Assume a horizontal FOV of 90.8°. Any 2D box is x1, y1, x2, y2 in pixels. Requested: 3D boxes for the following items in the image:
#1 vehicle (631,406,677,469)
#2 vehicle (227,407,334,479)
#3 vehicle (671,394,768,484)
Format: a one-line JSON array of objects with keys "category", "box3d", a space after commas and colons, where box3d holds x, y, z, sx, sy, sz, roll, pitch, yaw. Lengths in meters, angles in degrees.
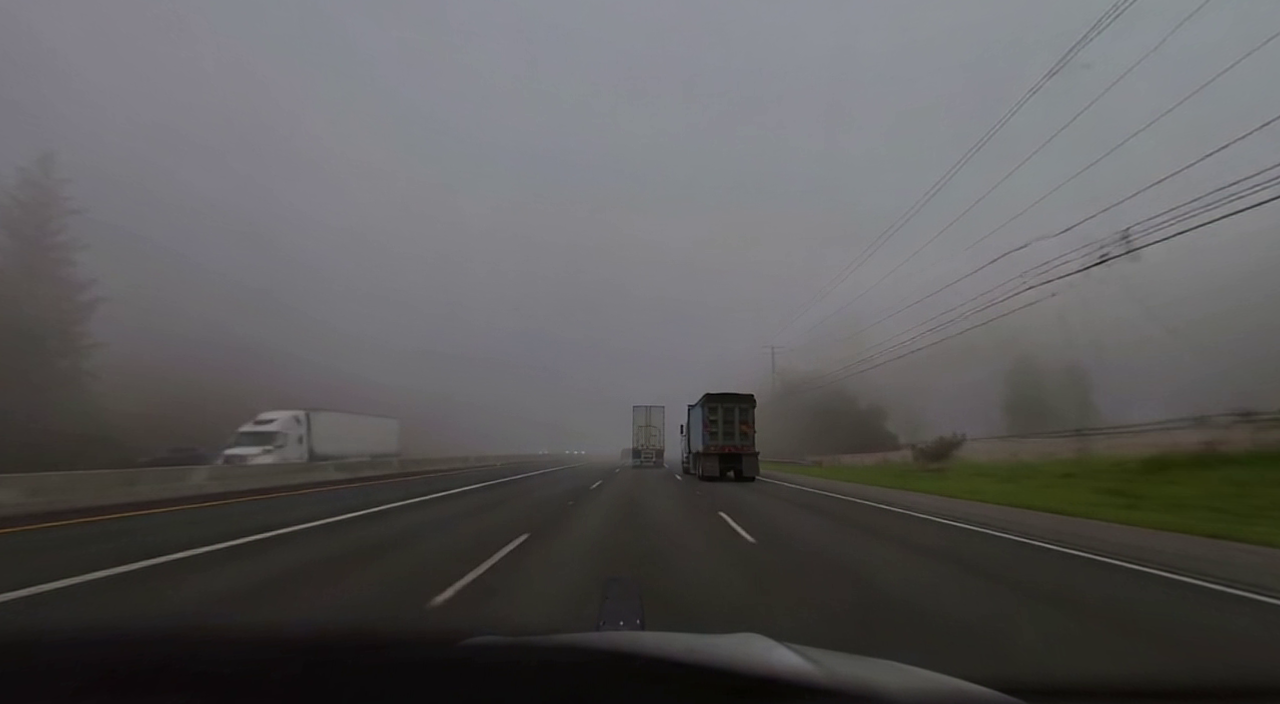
[{"category": "vehicle", "box3d": [0.790, 6.624, 47.880, 2.997, 4.076, 13.224, 0, -9, -1]}, {"category": "vehicle", "box3d": [-20.078, 5.149, 35.611, 2.943, 3.764, 4.981, 0, -9, 0]}, {"category": "vehicle", "box3d": [3.197, 3.961, 28.196, 2.938, 3.378, 8.820, 0, -9, -2]}]
